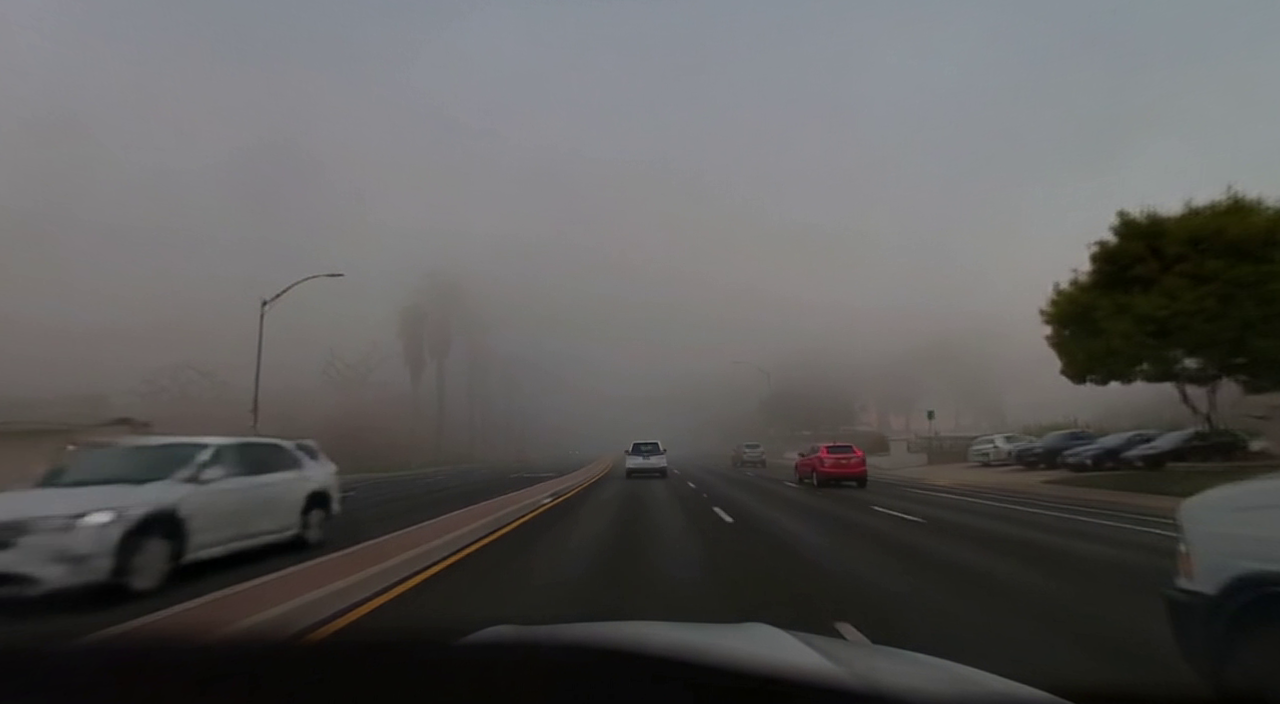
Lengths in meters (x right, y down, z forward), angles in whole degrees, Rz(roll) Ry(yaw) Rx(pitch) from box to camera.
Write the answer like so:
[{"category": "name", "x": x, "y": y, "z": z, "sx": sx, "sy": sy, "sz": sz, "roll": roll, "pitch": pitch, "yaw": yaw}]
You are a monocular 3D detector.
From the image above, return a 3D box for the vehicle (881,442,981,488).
[{"category": "vehicle", "x": 11.372, "y": 4.406, "z": 25.025, "sx": 1.867, "sy": 1.540, "sz": 4.708, "roll": 3, "pitch": -9, "yaw": 1}]

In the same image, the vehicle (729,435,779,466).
[{"category": "vehicle", "x": 7.868, "y": 6.885, "z": 44.146, "sx": 2.436, "sy": 2.010, "sz": 5.595, "roll": 0, "pitch": -8, "yaw": 0}]

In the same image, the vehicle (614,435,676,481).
[{"category": "vehicle", "x": 0.172, "y": 4.222, "z": 25.371, "sx": 2.289, "sy": 1.679, "sz": 4.180, "roll": 0, "pitch": -8, "yaw": -1}]

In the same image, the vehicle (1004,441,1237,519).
[{"category": "vehicle", "x": 11.136, "y": 2.954, "z": 15.169, "sx": 1.978, "sy": 1.551, "sz": 4.560, "roll": 0, "pitch": -9, "yaw": 0}]

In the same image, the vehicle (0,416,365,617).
[{"category": "vehicle", "x": -5.351, "y": 1.715, "z": 7.585, "sx": 2.033, "sy": 1.658, "sz": 4.472, "roll": -1, "pitch": -8, "yaw": 0}]

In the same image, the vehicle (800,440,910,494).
[{"category": "vehicle", "x": 6.526, "y": 3.503, "z": 19.688, "sx": 1.897, "sy": 1.477, "sz": 4.360, "roll": 0, "pitch": -8, "yaw": 0}]

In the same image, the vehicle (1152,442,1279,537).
[{"category": "vehicle", "x": 10.970, "y": 2.221, "z": 10.090, "sx": 1.854, "sy": 1.477, "sz": 4.525, "roll": 2, "pitch": -8, "yaw": 1}]
